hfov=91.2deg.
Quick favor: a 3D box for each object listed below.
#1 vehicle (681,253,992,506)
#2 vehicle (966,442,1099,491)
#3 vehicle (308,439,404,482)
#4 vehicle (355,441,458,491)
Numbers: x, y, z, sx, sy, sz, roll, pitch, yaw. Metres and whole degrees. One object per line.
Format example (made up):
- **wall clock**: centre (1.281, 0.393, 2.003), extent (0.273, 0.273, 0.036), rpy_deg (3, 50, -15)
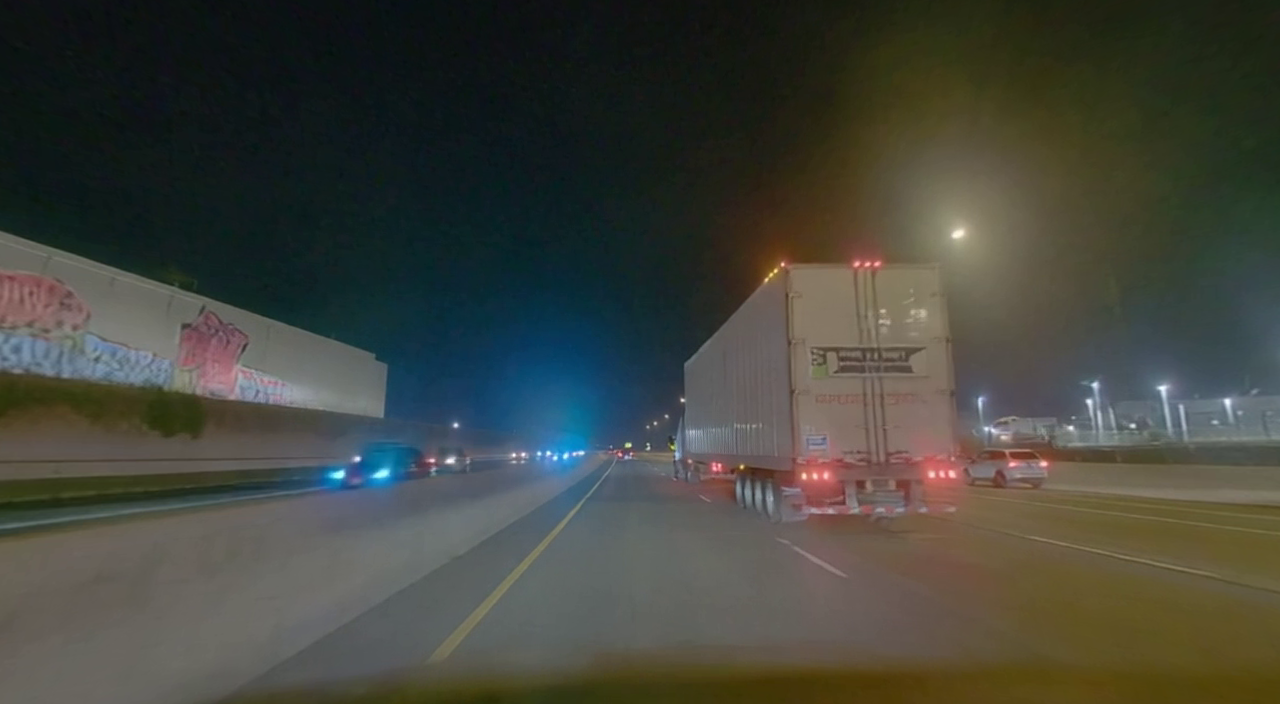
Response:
- **vehicle**: centre (3.855, 1.790, 19.471), extent (3.317, 4.314, 17.803), rpy_deg (0, -9, -2)
- **vehicle**: centre (14.609, 4.254, 23.685), extent (2.107, 1.648, 4.324), rpy_deg (0, -9, -1)
- **vehicle**: centre (-11.623, 4.461, 26.000), extent (1.993, 1.622, 4.248), rpy_deg (0, -9, -1)
- **vehicle**: centre (-7.879, 3.880, 21.649), extent (1.912, 1.501, 4.414), rpy_deg (0, -9, -1)
